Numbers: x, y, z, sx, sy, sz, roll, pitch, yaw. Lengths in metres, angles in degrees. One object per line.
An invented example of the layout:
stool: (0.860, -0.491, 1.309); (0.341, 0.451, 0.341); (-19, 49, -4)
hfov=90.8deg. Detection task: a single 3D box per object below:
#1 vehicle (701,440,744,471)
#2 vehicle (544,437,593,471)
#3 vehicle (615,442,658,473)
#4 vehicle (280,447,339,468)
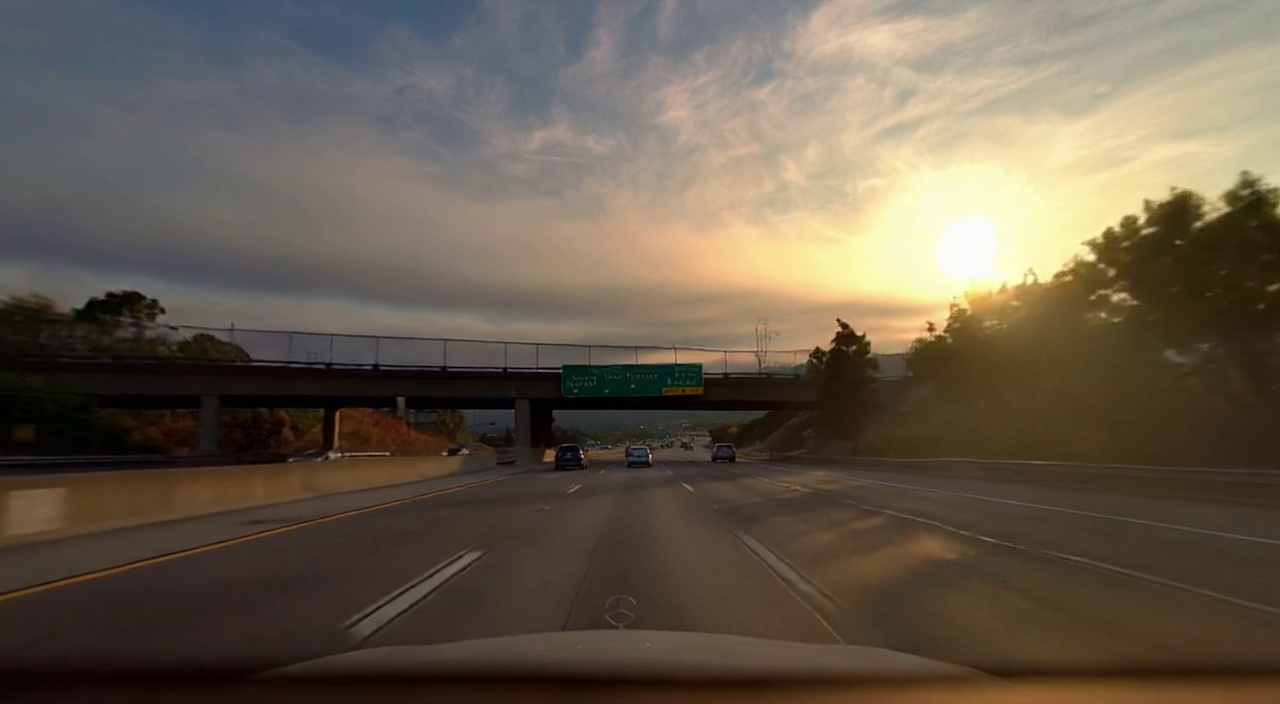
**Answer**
vehicle: (4.643, 5.893, 36.098); (1.936, 1.625, 3.991); (0, -8, 1)
vehicle: (-3.969, 5.742, 35.654); (2.113, 1.756, 4.471); (0, -8, 2)
vehicle: (-0.148, 5.390, 32.466); (2.075, 1.486, 4.007); (0, -8, 1)
vehicle: (-24.436, 7.803, 46.912); (1.822, 1.437, 4.575); (0, -8, 1)
